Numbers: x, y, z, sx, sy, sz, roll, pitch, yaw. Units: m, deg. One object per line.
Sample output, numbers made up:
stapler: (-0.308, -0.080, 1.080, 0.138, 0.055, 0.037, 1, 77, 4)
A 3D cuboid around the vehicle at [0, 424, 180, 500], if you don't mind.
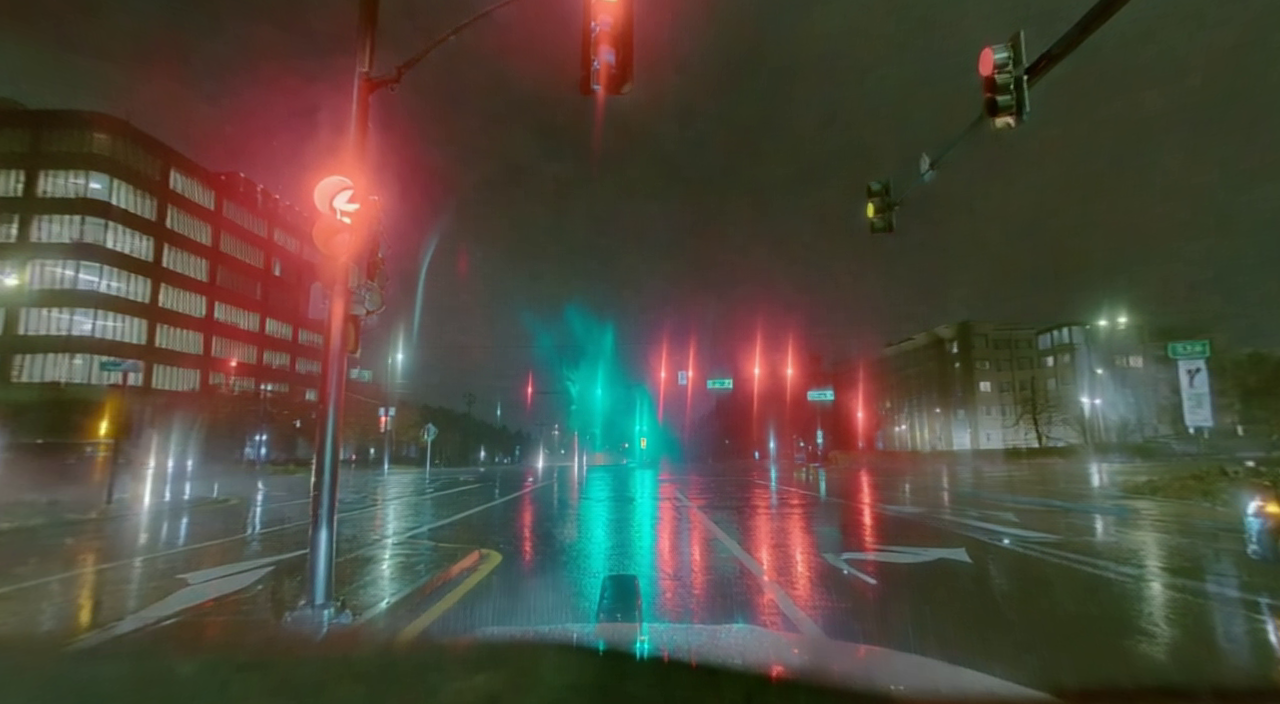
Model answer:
vehicle: (-24.975, 4.822, 27.578, 7.088, 3.096, 2.678, 0, -9, -2)
